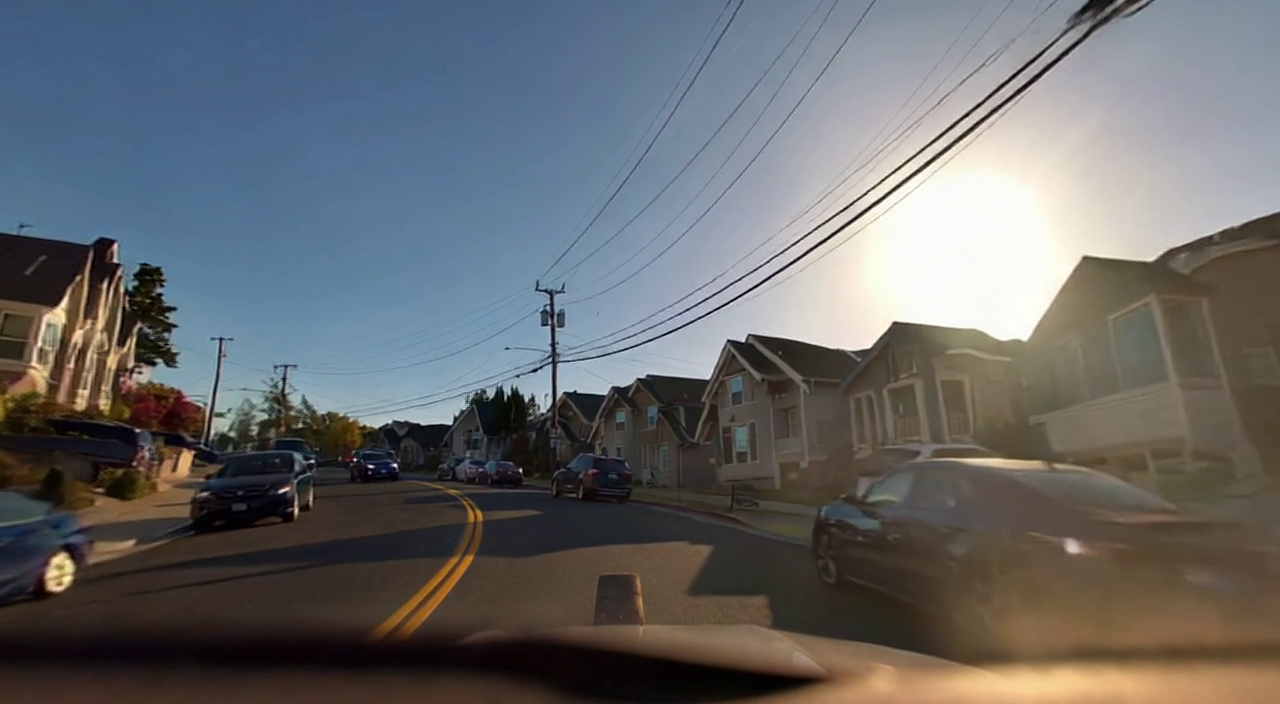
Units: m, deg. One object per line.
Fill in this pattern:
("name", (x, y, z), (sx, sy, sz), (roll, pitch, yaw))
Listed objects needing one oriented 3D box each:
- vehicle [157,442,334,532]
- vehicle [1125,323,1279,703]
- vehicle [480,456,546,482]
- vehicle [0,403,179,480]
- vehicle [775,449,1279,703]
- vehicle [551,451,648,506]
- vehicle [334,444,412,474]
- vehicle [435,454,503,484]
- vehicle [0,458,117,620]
("vehicle", (-8.650, 2.912, 14.417), (2.023, 1.674, 4.556), (2, -9, -14))
("vehicle", (3.141, 0.535, 0.313), (1.974, 1.769, 4.610), (0, -9, -2))
("vehicle", (-8.819, 8.131, 44.124), (2.023, 1.586, 4.163), (-8, -11, 40))
("vehicle", (-16.453, 2.448, 17.221), (5.822, 1.956, 2.355), (4, -10, -27))
("vehicle", (2.926, 1.611, 5.558), (2.078, 1.484, 4.589), (1, -9, -5))
("vehicle", (-1.578, 4.406, 22.464), (1.994, 1.682, 4.750), (4, -10, -22))
("vehicle", (-19.493, 7.767, 46.016), (5.504, 1.869, 2.449), (-6, -17, 35))
("vehicle", (-9.916, 6.685, 36.465), (1.923, 1.531, 4.568), (7, -11, -40))
("vehicle", (-6.909, 1.782, 5.439), (2.003, 1.447, 3.642), (-5, -8, -6))
